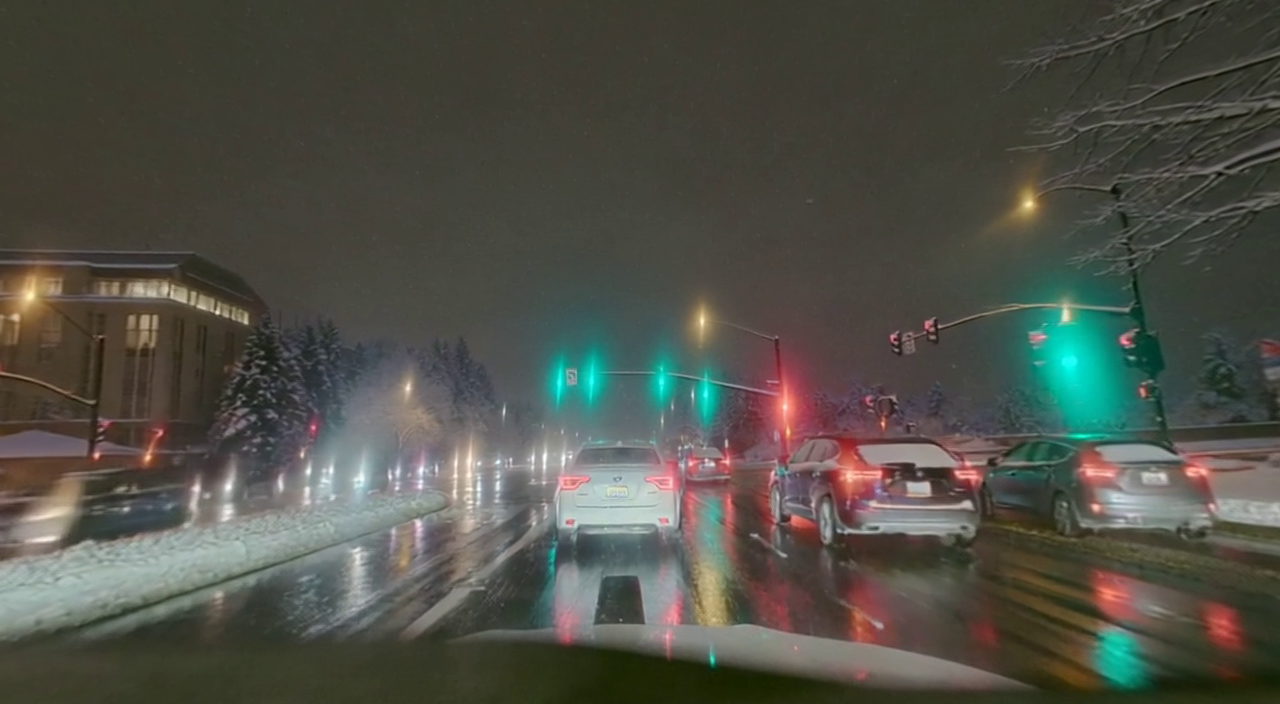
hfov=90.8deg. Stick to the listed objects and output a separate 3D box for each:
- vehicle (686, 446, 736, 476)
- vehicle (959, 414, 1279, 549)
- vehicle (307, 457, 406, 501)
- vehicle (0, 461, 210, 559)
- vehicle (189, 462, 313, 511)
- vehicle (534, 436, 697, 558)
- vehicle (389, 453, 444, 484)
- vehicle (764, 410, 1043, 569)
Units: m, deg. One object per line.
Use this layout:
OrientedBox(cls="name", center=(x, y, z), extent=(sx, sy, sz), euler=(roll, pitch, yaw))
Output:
OrientedBox(cls="vehicle", center=(3.720, 5.807, 34.012), extent=(2.123, 1.455, 4.318), euler=(0, -8, -1))
OrientedBox(cls="vehicle", center=(7.452, 2.038, 10.575), extent=(2.039, 1.760, 4.319), euler=(0, -8, 2))
OrientedBox(cls="vehicle", center=(-11.550, 5.172, 26.127), extent=(1.992, 1.562, 4.361), euler=(0, -8, 1))
OrientedBox(cls="vehicle", center=(-11.818, 3.244, 13.663), extent=(1.903, 1.627, 4.308), euler=(0, -8, 1))
OrientedBox(cls="vehicle", center=(-14.815, 5.101, 24.385), extent=(1.907, 1.592, 4.373), euler=(0, -8, 1))
OrientedBox(cls="vehicle", center=(-0.313, 2.119, 9.960), extent=(2.034, 1.500, 3.966), euler=(0, -8, 0))
OrientedBox(cls="vehicle", center=(-14.715, 7.670, 41.862), extent=(1.908, 1.797, 4.620), euler=(0, -8, 1))
OrientedBox(cls="vehicle", center=(3.443, 1.890, 9.494), extent=(2.107, 1.773, 4.557), euler=(0, -8, -2))
